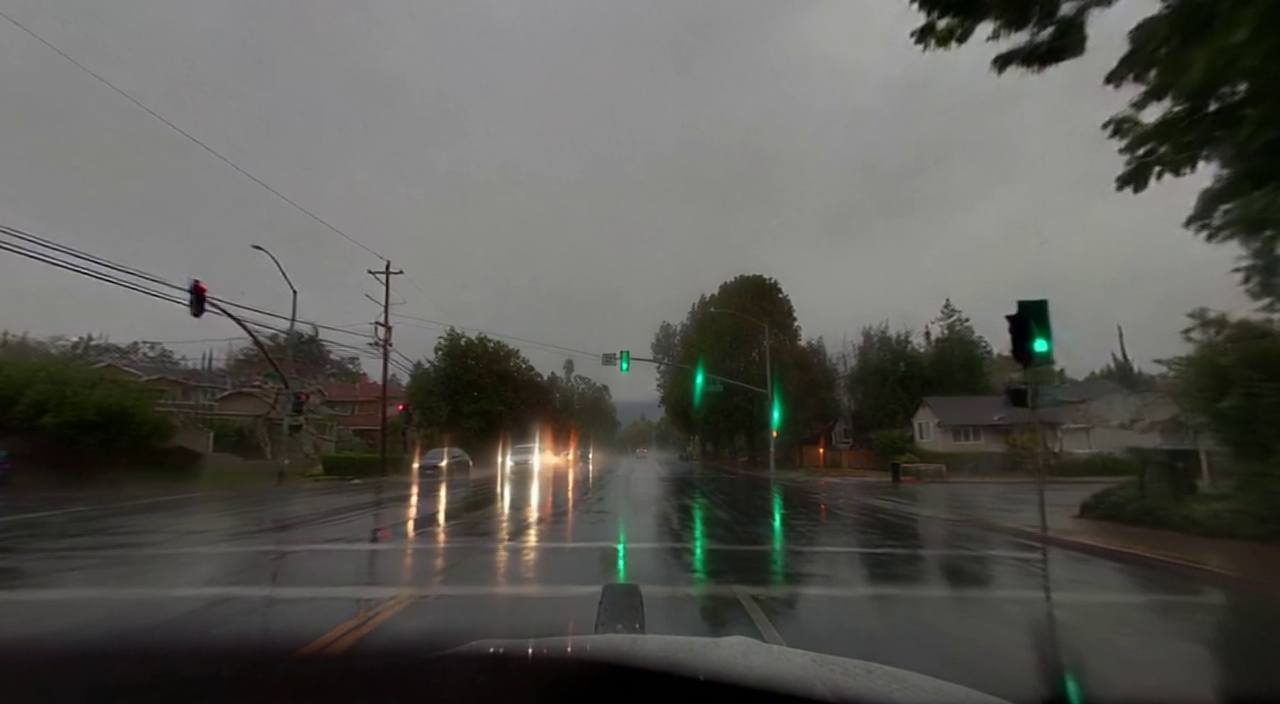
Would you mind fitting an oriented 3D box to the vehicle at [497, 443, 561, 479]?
[{"bbox_3d":[-4.817,4.749,27.926,2.003,1.462,4.220,0,-8,1],"label":"vehicle"}]

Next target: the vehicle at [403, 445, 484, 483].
[{"bbox_3d":[-8.379,4.780,27.416,1.985,1.475,4.383,0,-8,2],"label":"vehicle"}]

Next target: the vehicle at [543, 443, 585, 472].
[{"bbox_3d":[-4.551,6.366,38.521,1.999,1.652,3.962,0,-8,1],"label":"vehicle"}]
